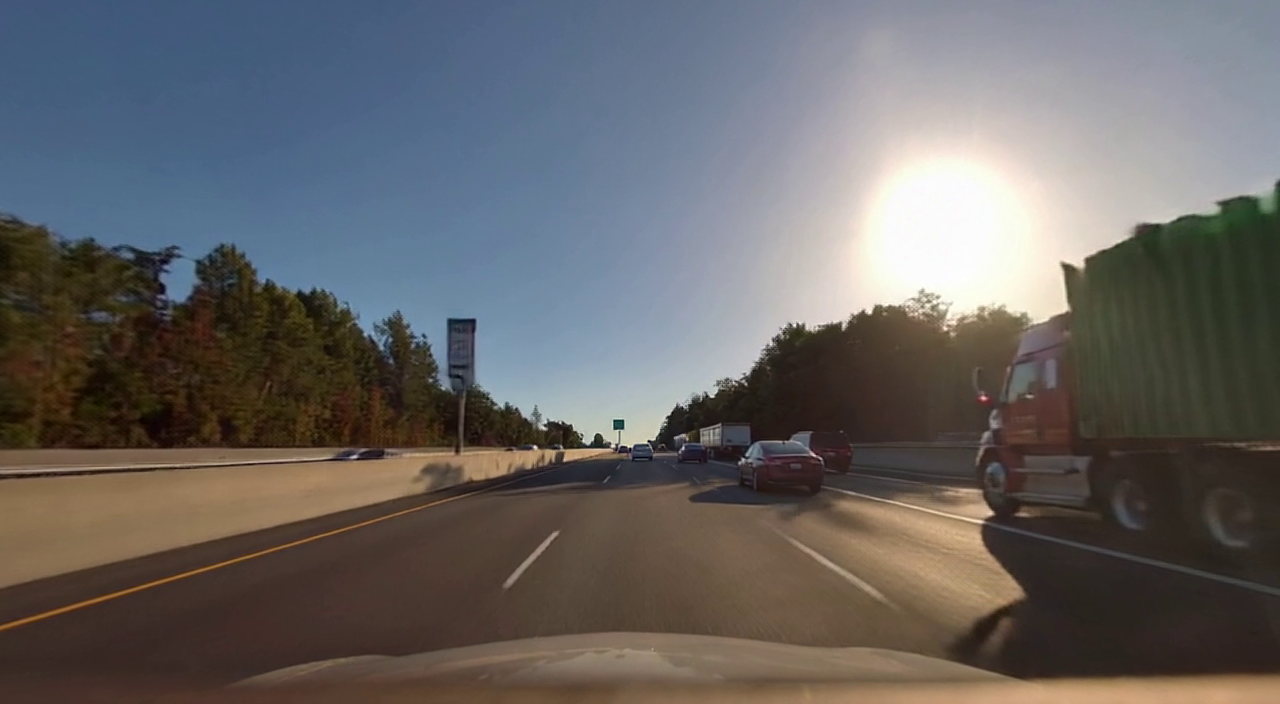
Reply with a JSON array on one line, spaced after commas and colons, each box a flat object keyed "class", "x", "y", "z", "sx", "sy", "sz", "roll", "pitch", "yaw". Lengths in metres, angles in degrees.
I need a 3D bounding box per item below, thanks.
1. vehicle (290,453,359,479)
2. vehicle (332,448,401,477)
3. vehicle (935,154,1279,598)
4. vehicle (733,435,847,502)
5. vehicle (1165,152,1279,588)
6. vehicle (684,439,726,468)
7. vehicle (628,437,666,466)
[{"class": "vehicle", "x": -20.734, "y": 7.478, "z": 41.455, "sx": 2.070, "sy": 1.492, "sz": 4.641, "roll": 0, "pitch": -8, "yaw": 1}, {"class": "vehicle", "x": -17.038, "y": 6.879, "z": 39.346, "sx": 2.123, "sy": 1.677, "sz": 4.721, "roll": 0, "pitch": -8, "yaw": 1}, {"class": "vehicle", "x": 7.286, "y": 0.613, "z": 8.447, "sx": 2.824, "sy": 4.018, "sz": 7.624, "roll": 0, "pitch": -8, "yaw": 0}, {"class": "vehicle", "x": 3.732, "y": 2.973, "z": 16.546, "sx": 1.888, "sy": 1.501, "sz": 4.608, "roll": 0, "pitch": -8, "yaw": 0}, {"class": "vehicle", "x": 7.275, "y": -0.365, "z": 2.152, "sx": 2.752, "sy": 3.975, "sz": 9.319, "roll": 0, "pitch": -8, "yaw": 0}, {"class": "vehicle", "x": 3.933, "y": 6.195, "z": 38.591, "sx": 2.084, "sy": 1.668, "sz": 4.511, "roll": 0, "pitch": -8, "yaw": 0}, {"class": "vehicle", "x": 0.472, "y": 6.423, "z": 40.537, "sx": 2.313, "sy": 1.736, "sz": 4.215, "roll": 0, "pitch": -8, "yaw": 1}]
